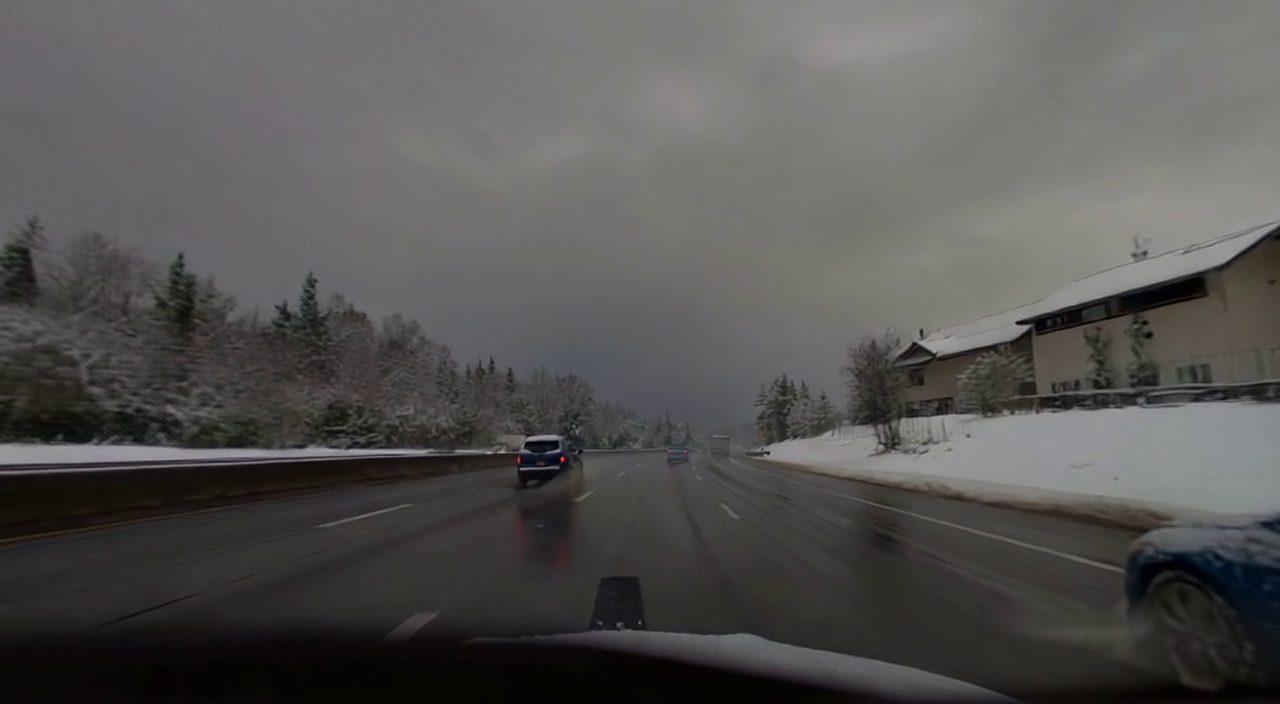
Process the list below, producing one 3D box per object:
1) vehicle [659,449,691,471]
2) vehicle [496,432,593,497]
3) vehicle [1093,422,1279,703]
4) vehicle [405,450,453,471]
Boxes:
[{"bbox_3d":[2.459,7.447,43.705,2.158,1.458,3.656,-1,-9,5],"label":"vehicle"},{"bbox_3d":[-2.903,3.567,20.429,2.185,1.823,4.854,0,-9,2],"label":"vehicle"},{"bbox_3d":[3.940,0.903,1.701,2.131,1.497,4.456,0,-9,0],"label":"vehicle"},{"bbox_3d":[-15.056,7.754,45.213,1.843,1.446,3.893,-1,-9,5],"label":"vehicle"}]
